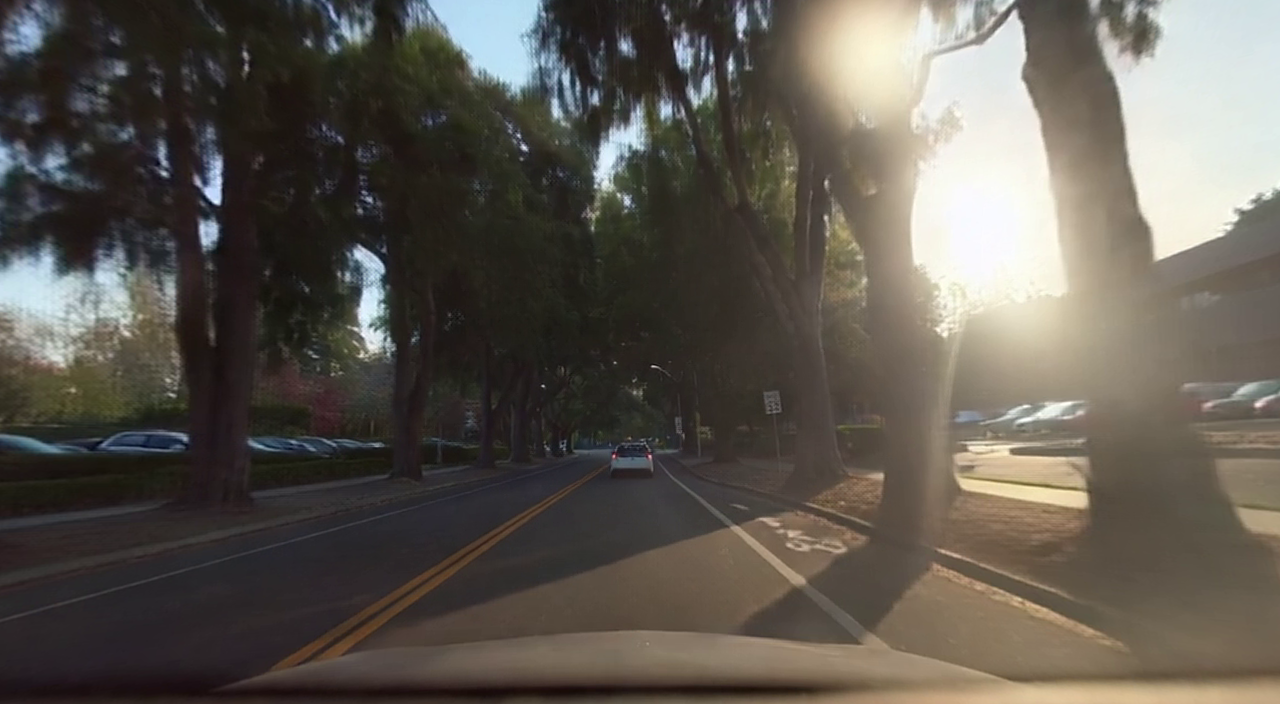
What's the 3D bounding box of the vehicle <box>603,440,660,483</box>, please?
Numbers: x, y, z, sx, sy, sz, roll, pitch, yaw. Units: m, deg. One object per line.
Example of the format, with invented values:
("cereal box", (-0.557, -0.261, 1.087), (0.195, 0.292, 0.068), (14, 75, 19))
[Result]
("vehicle", (-0.349, 4.406, 25.848), (2.152, 1.574, 4.223), (0, -8, -1))
